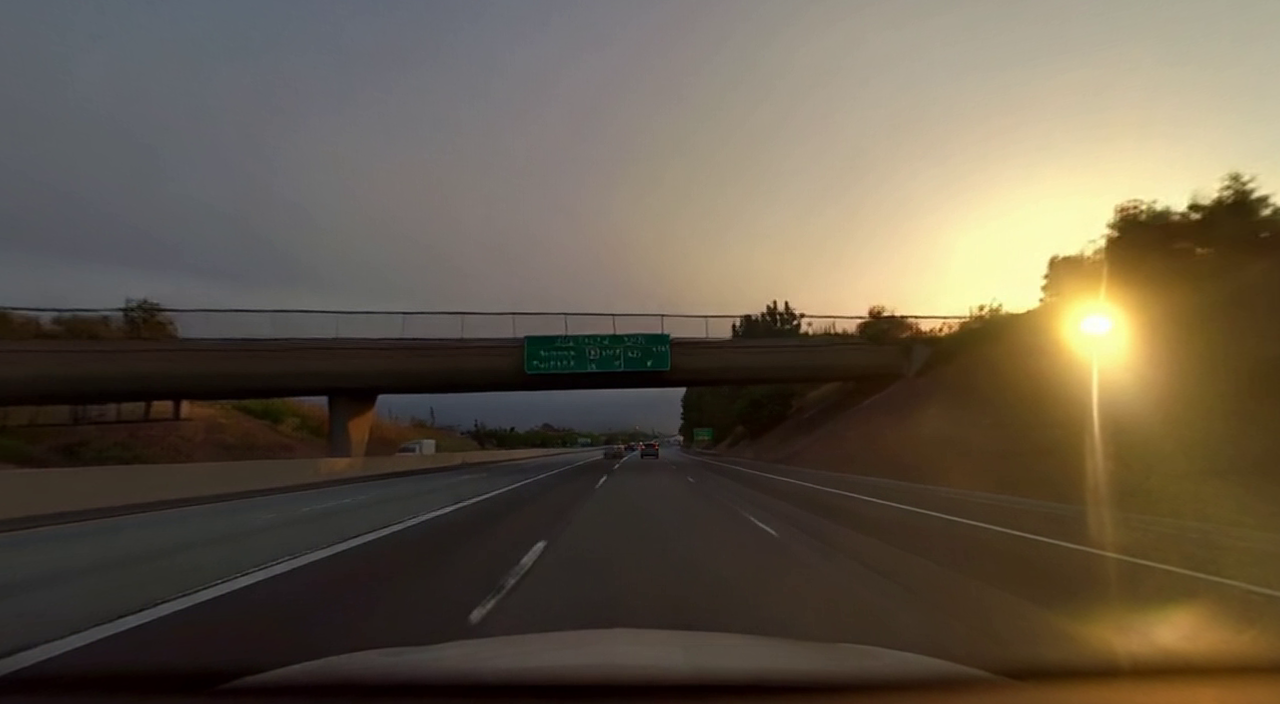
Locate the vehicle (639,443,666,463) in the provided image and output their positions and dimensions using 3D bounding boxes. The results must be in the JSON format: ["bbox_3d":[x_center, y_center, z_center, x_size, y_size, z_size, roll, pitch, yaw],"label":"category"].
[{"bbox_3d":[0.924,7.650,48.021,1.970,1.477,4.158,0,-9,1],"label":"vehicle"}]

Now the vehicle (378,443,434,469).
[{"bbox_3d":[-14.953,6.614,40.585,1.806,1.563,3.887,-1,-8,6],"label":"vehicle"}]
